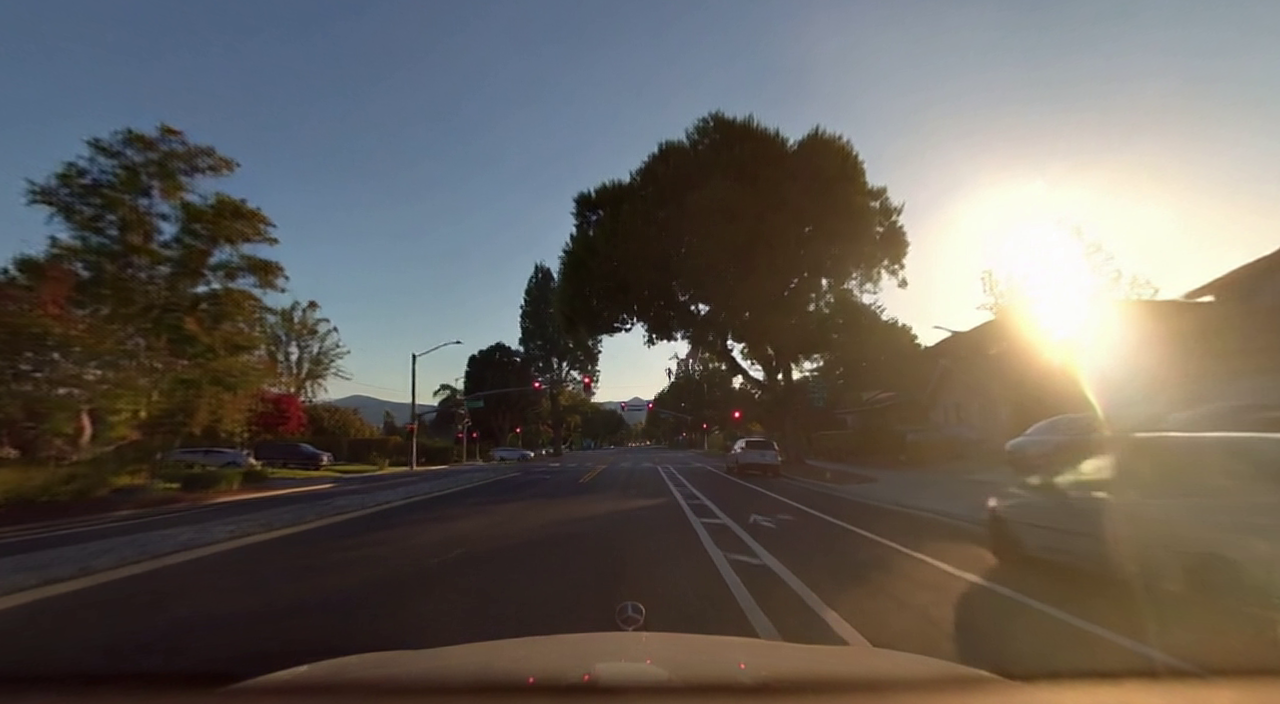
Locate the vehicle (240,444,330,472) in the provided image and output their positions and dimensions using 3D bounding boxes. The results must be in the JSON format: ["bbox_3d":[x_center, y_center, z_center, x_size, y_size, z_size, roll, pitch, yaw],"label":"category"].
[{"bbox_3d":[-22.000,6.569,39.214,4.334,1.668,2.069,0,-8,1],"label":"vehicle"}]

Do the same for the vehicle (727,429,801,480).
[{"bbox_3d":[4.882,4.107,25.468,2.170,1.869,4.594,0,-8,2],"label":"vehicle"}]

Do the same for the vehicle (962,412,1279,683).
[{"bbox_3d":[4.579,1.239,4.531,2.003,1.481,5.054,0,-8,2],"label":"vehicle"}]
